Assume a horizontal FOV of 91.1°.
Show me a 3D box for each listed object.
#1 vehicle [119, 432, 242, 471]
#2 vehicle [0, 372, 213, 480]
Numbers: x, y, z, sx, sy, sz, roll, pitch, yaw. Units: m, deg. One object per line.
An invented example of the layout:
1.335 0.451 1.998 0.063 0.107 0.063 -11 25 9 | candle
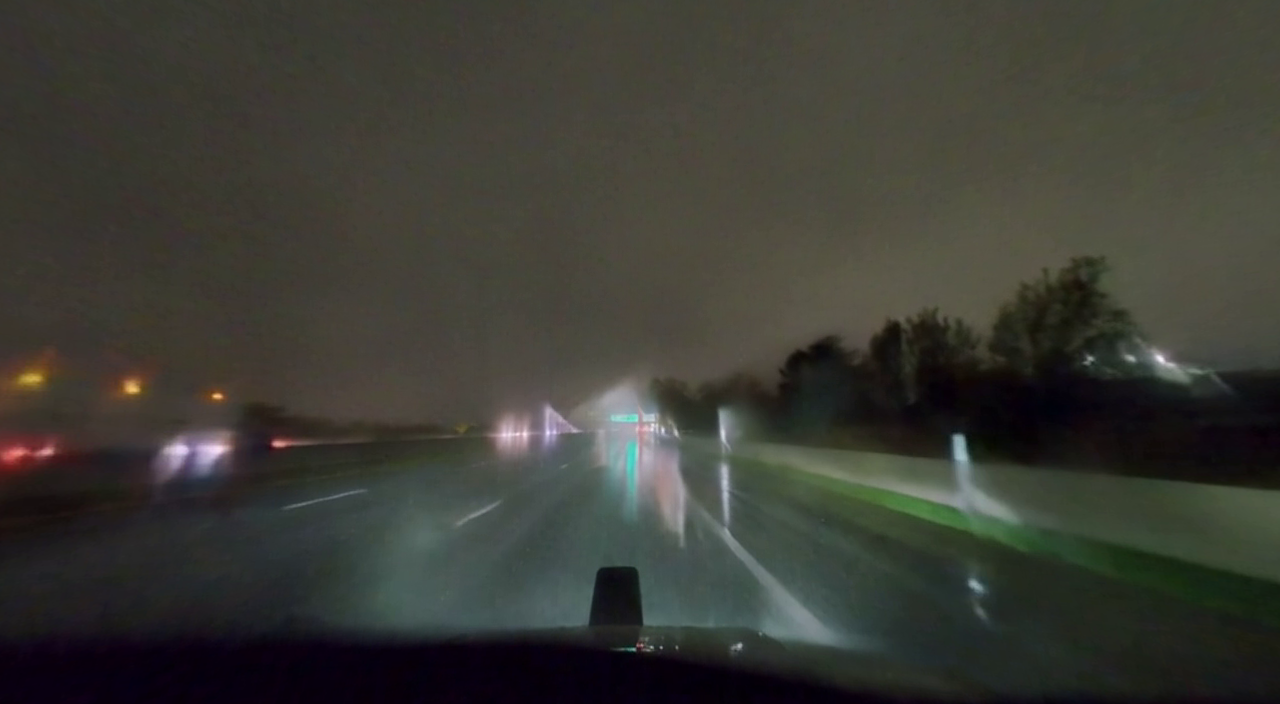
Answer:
-19.610 4.230 27.111 2.006 1.532 4.335 0 -8 0 | vehicle
-24.178 3.288 27.163 2.823 3.783 12.551 0 -8 -1 | vehicle
